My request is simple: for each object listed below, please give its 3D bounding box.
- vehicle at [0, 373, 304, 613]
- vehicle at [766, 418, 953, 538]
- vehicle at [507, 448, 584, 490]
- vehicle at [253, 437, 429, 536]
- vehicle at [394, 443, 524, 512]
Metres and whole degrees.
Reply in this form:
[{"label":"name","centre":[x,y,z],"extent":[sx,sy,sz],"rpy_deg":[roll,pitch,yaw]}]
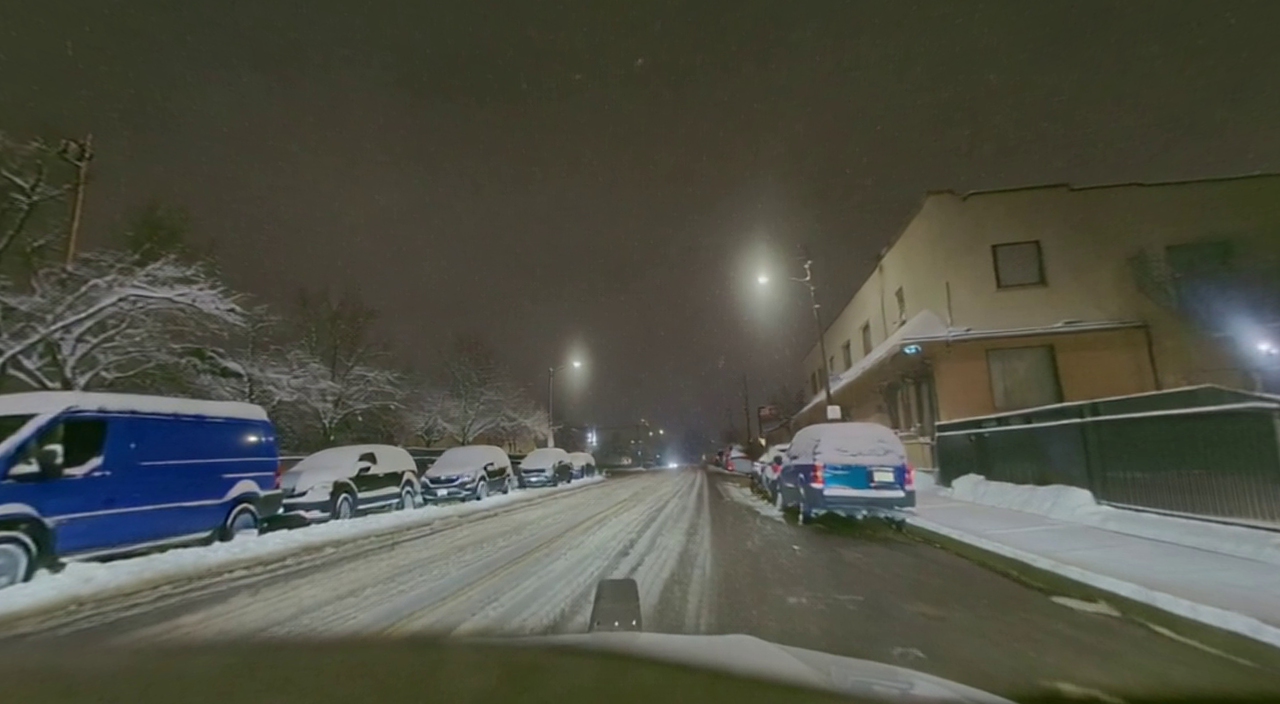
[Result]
[{"label":"vehicle","centre":[-7.246,1.786,8.643],"extent":[2.435,2.308,4.937],"rpy_deg":[-5,-8,3]},{"label":"vehicle","centre":[4.334,2.576,13.802],"extent":[2.327,2.021,5.850],"rpy_deg":[-1,-8,4]},{"label":"vehicle","centre":[-4.703,5.910,32.503],"extent":[2.504,1.919,5.658],"rpy_deg":[-1,-8,7]},{"label":"vehicle","centre":[-6.665,2.987,14.688],"extent":[1.857,1.908,4.081],"rpy_deg":[-1,-8,4]},{"label":"vehicle","centre":[-5.839,4.101,21.394],"extent":[2.304,1.937,5.720],"rpy_deg":[-2,-8,5]}]
